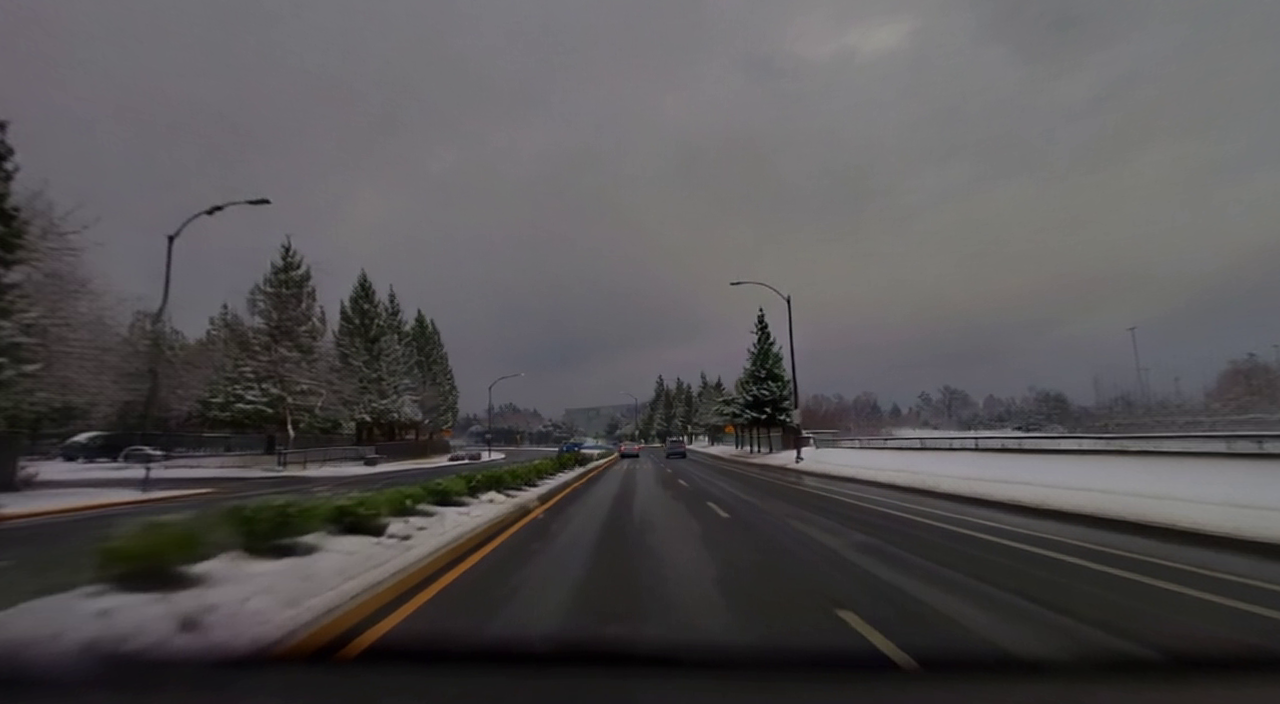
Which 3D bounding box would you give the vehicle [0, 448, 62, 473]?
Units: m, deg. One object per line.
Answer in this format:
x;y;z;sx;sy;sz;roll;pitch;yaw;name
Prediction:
-39.187;6.777;39.483;1.763;1.419;4.591;-1;-7;0;vehicle
